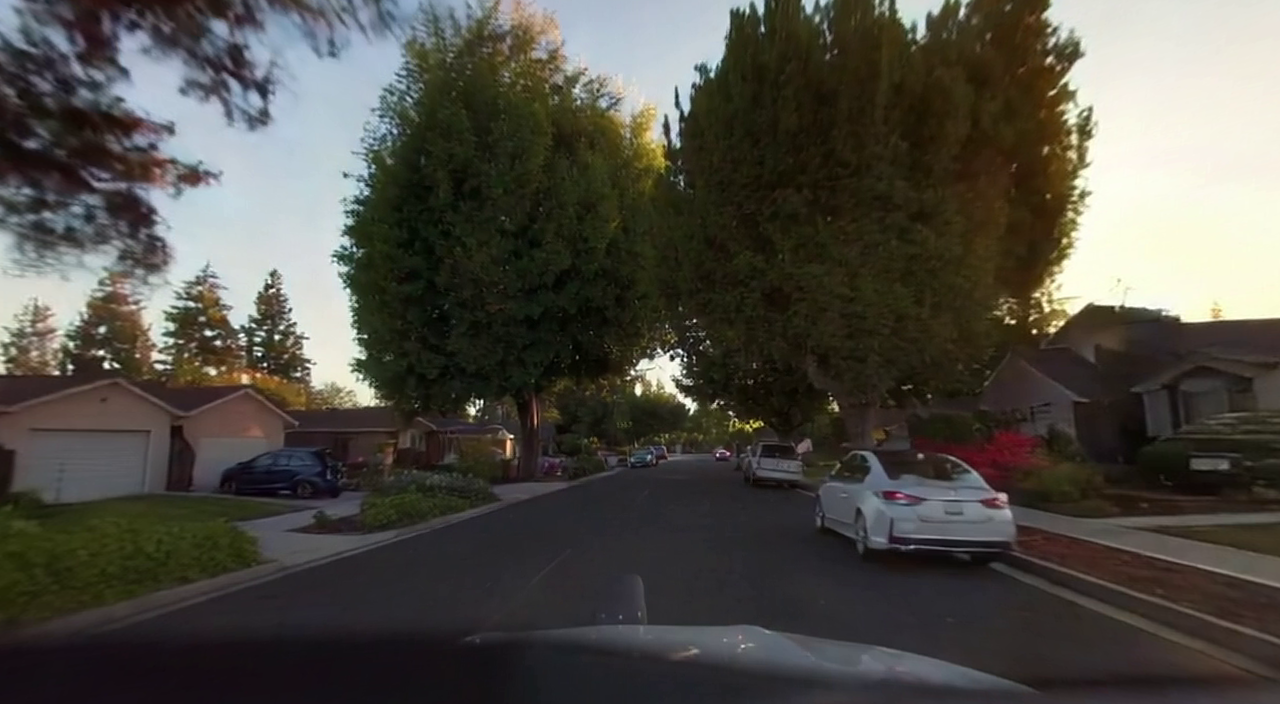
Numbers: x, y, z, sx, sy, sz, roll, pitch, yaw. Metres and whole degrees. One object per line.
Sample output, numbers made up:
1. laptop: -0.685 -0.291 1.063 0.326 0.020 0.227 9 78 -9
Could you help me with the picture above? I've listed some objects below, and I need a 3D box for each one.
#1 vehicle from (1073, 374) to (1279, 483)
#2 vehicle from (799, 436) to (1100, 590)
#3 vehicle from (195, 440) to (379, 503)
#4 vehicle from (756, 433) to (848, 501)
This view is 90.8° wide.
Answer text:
1. vehicle: 11.919 1.595 12.566 4.861 1.911 2.181 1 -10 7
2. vehicle: 3.670 1.950 8.704 2.009 1.506 4.698 0 -8 4
3. vehicle: -10.809 3.638 19.547 4.511 1.809 2.018 -1 -9 7
4. vehicle: 4.896 3.534 19.858 2.023 1.851 4.782 -1 -8 5
